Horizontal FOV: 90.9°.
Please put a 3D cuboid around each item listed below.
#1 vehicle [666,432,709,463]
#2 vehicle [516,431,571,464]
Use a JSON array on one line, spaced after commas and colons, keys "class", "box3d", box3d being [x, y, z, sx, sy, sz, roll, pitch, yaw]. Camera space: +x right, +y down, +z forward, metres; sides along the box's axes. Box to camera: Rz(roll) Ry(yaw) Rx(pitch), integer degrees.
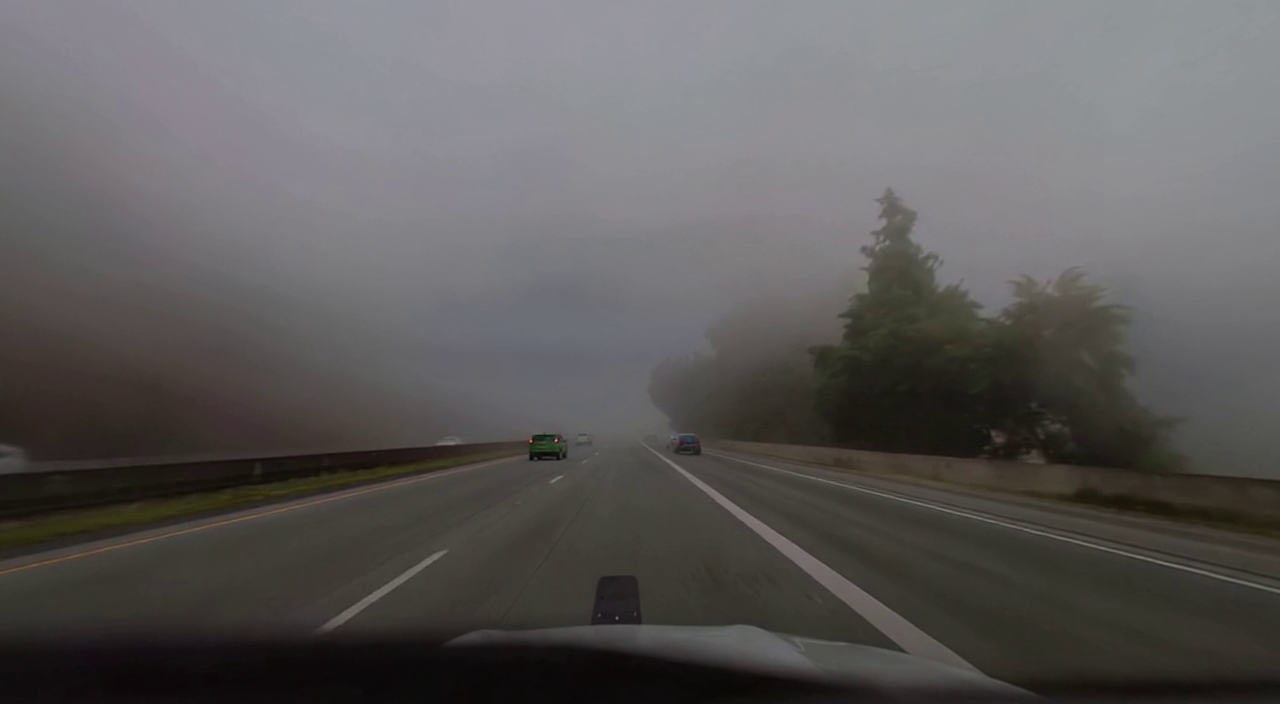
[{"class": "vehicle", "box3d": [2.361, 4.771, 31.845, 1.869, 1.466, 3.356, 0, -8, -1]}, {"class": "vehicle", "box3d": [-4.741, 4.739, 31.651, 2.023, 1.512, 4.804, 0, -8, 0]}]
